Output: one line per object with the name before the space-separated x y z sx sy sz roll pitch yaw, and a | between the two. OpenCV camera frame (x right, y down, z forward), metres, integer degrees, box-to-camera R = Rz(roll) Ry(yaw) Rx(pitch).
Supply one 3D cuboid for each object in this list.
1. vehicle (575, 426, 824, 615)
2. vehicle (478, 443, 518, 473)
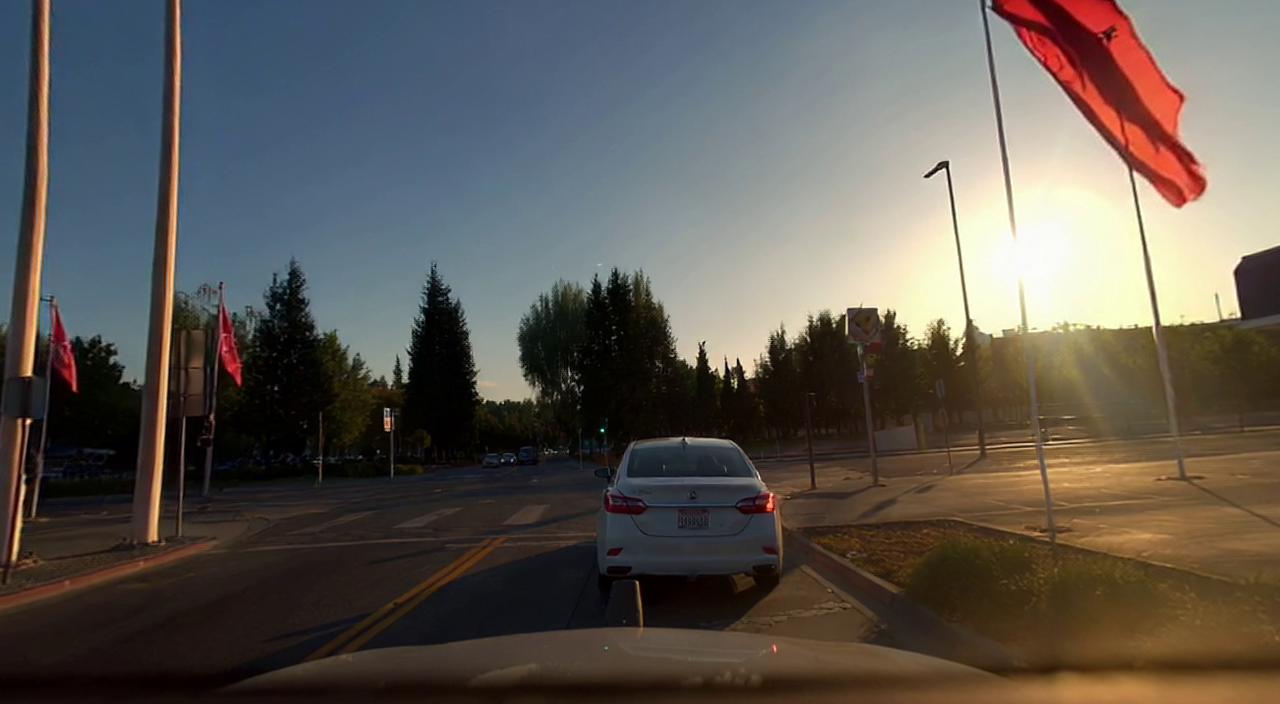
vehicle | 0.385 1.621 6.905 1.985 1.463 3.647 0 -9 -3
vehicle | -9.998 7.498 44.749 2.212 1.948 4.537 0 -9 -5
